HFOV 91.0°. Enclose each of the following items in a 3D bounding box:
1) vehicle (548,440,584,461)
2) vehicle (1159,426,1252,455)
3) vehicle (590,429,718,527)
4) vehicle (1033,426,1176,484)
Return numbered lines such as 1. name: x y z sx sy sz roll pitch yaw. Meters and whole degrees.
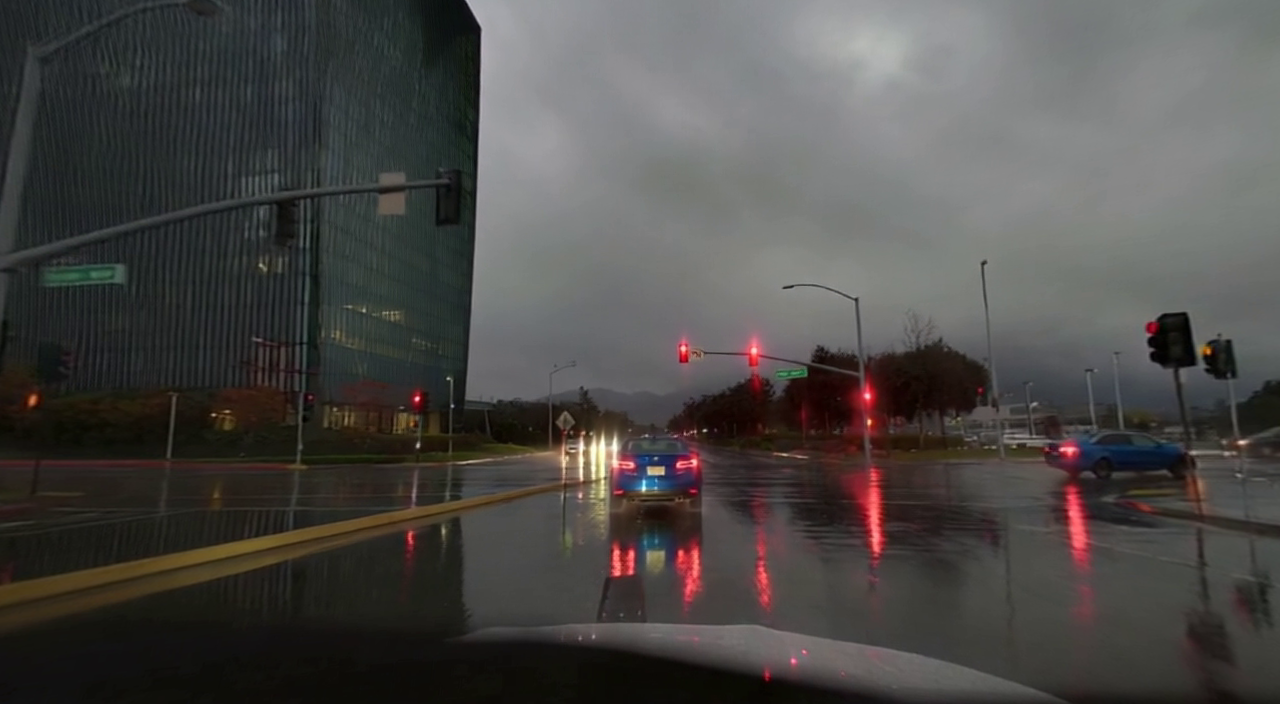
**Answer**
1. vehicle: -5.703 7.678 49.047 2.113 1.535 4.504 0 -9 3
2. vehicle: 31.126 4.914 34.786 1.743 1.472 3.772 0 -9 4
3. vehicle: 0.356 2.305 12.078 2.014 1.525 4.197 0 -9 4
4. vehicle: 15.823 3.482 21.397 4.739 1.749 2.174 6 -10 -32
